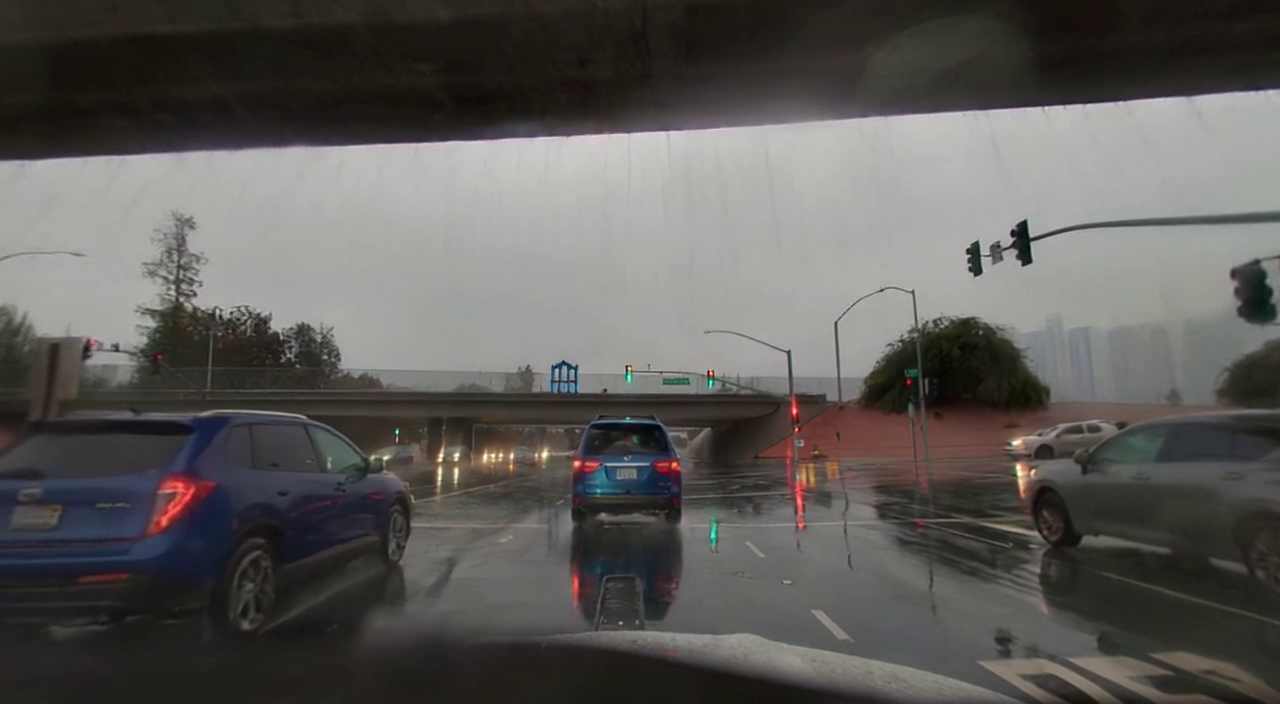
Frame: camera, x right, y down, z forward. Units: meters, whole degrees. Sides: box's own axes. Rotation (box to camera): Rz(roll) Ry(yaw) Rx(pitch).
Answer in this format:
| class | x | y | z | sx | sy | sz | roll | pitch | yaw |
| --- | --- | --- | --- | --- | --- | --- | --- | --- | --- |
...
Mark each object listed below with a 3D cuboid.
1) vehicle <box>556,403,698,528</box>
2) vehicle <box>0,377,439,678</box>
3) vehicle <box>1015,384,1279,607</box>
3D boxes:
| class | x | y | z | sx | sy | sz | roll | pitch | yaw |
| --- | --- | --- | --- | --- | --- | --- | --- | --- | --- |
| vehicle | -0.279 | 2.212 | 12.815 | 2.342 | 2.026 | 4.642 | 0 | -8 | -2 |
| vehicle | -3.770 | 1.378 | 6.150 | 2.060 | 1.768 | 4.681 | 0 | -8 | 0 |
| vehicle | 6.208 | 1.354 | 6.456 | 2.074 | 1.785 | 4.320 | 0 | -8 | 0 |
